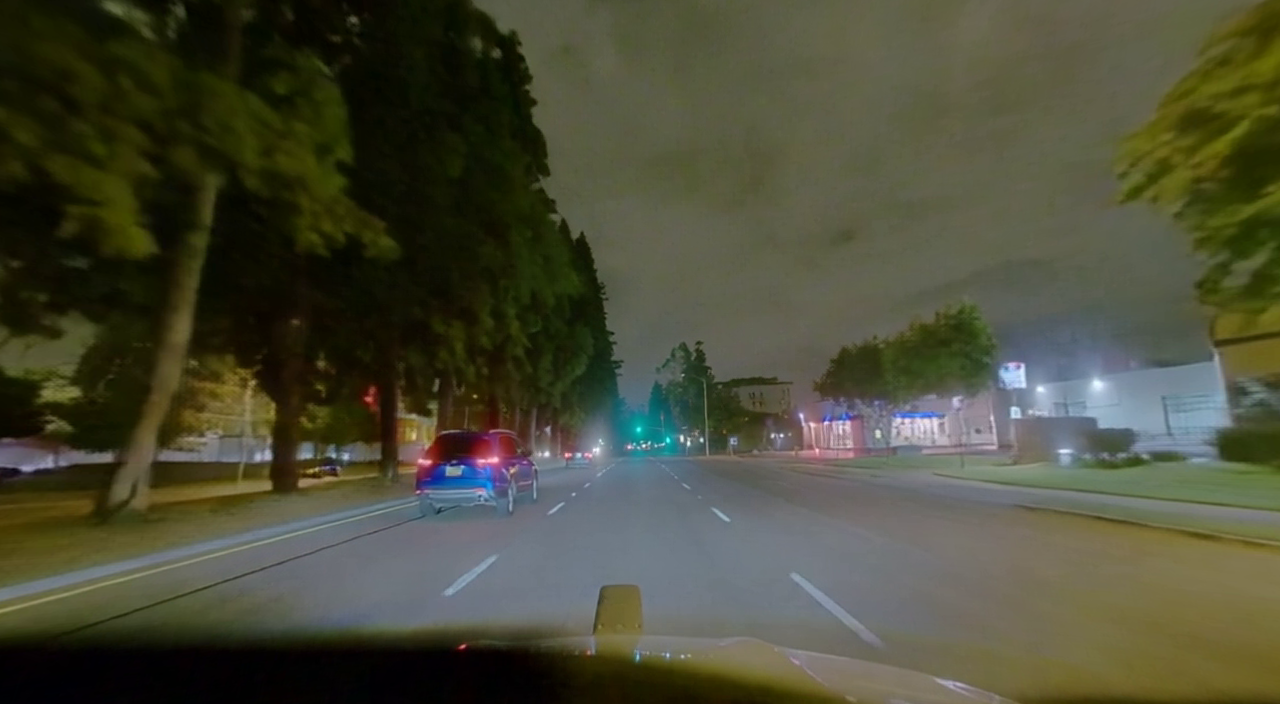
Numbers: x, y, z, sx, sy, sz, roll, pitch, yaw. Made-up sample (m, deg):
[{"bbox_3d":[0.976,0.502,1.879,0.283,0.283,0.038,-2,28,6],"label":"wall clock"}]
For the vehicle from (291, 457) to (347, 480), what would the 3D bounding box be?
[{"bbox_3d":[-22.917,8.305,45.272,1.906,1.494,3.966,0,-9,0],"label":"vehicle"}]

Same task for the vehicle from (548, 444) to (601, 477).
[{"bbox_3d":[-3.045,5.179,30.466,2.069,1.470,4.601,0,-9,0],"label":"vehicle"}]

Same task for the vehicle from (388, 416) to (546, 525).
[{"bbox_3d":[-3.267,2.345,12.986,2.042,1.817,4.364,0,-9,-1],"label":"vehicle"}]
